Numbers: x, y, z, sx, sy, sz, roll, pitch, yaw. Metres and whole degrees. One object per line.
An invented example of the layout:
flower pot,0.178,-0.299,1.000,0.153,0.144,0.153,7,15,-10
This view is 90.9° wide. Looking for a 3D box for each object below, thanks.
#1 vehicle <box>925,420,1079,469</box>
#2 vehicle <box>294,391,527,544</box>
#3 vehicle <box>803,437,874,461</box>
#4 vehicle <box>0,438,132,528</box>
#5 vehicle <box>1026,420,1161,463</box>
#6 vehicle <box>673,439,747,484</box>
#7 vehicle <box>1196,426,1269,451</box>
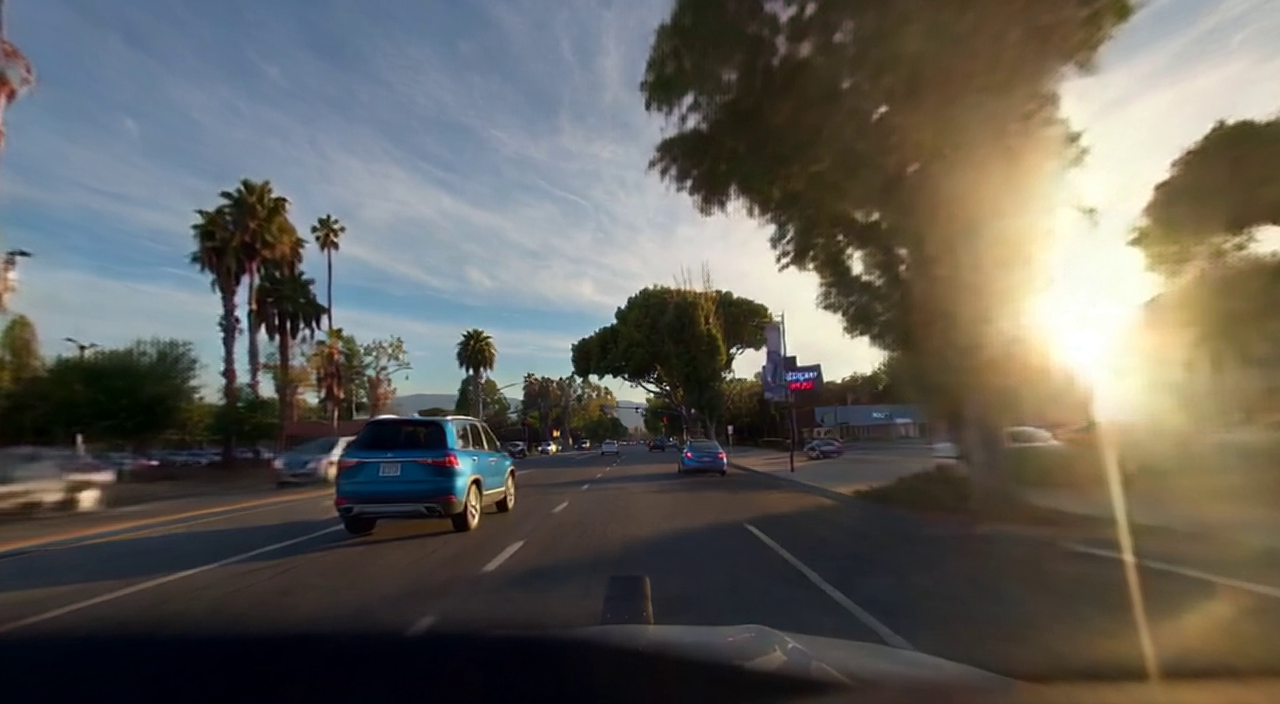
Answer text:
vehicle,13.588,3.531,24.011,1.887,1.630,4.705,4,-10,-26
vehicle,-3.412,1.850,10.565,2.152,1.987,4.527,0,-9,0
vehicle,12.188,5.977,38.898,1.874,1.386,3.745,6,-11,-36
vehicle,-14.181,2.801,13.761,2.483,1.806,4.369,0,-9,0
vehicle,18.769,3.707,26.124,4.591,1.666,1.901,2,-9,-15
vehicle,2.462,4.006,23.334,1.919,1.472,4.470,0,-9,-4
vehicle,37.870,5.583,40.420,1.950,1.509,3.986,-4,-9,21
